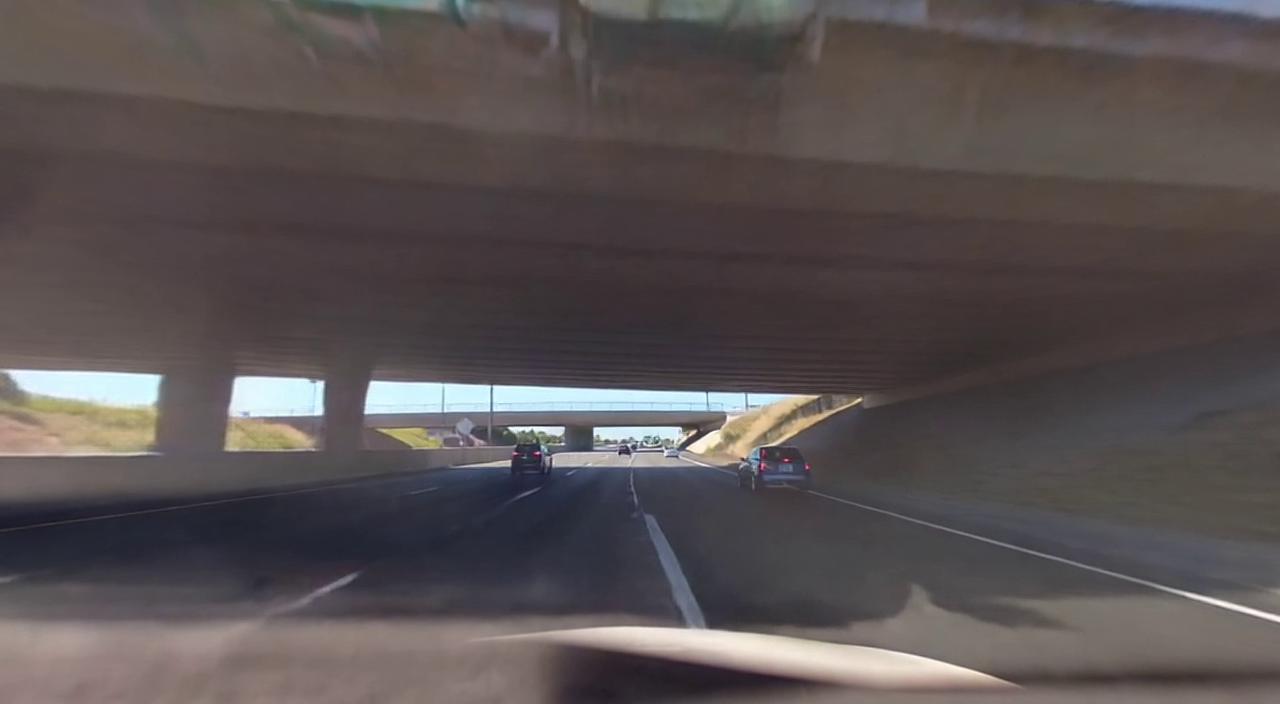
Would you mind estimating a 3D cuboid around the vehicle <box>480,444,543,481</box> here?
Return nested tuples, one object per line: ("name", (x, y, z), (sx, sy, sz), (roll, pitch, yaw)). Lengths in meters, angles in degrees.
("vehicle", (-5.930, 5.162, 29.697), (2.072, 1.545, 4.687), (0, -9, -2))

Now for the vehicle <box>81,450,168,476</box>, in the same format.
("vehicle", (-34.149, 7.352, 41.902), (1.925, 1.594, 4.618), (0, -9, -1))

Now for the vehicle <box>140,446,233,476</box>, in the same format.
("vehicle", (-26.454, 6.360, 36.967), (1.945, 1.649, 4.775), (0, -9, -1))

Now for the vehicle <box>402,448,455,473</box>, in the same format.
("vehicle", (-13.923, 7.146, 41.759), (1.919, 1.497, 4.765), (0, -9, -2))

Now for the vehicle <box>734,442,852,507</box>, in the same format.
("vehicle", (3.968, 3.255, 17.183), (2.079, 1.535, 4.316), (0, -9, -1))
